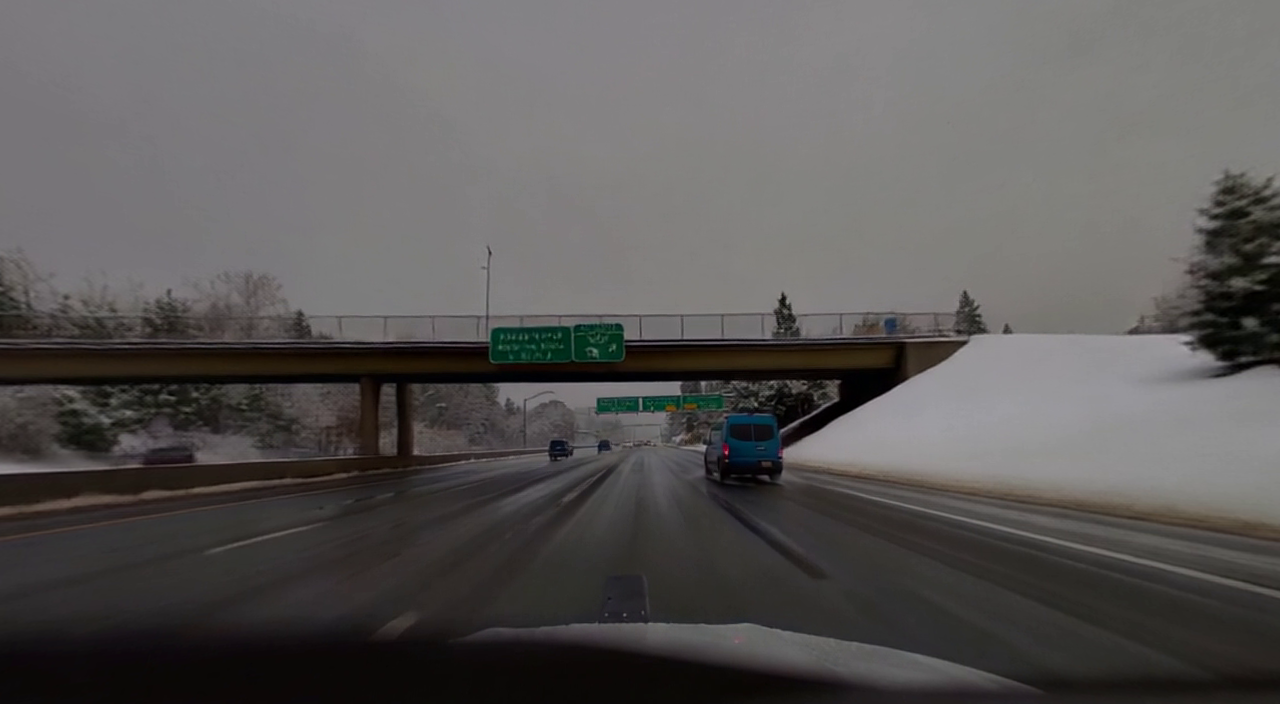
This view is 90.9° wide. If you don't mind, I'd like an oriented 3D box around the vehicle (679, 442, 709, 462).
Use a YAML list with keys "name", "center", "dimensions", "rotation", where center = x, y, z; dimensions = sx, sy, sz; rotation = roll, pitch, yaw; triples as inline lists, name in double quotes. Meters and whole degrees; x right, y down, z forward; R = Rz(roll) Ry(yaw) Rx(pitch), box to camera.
- name: "vehicle"
  center: [4.085, 7.571, 47.977]
  dimensions: [1.883, 1.456, 4.044]
  rotation: [0, -8, -1]

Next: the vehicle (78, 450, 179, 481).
- name: "vehicle"
  center: [-30.096, 6.637, 37.329]
  dimensions: [1.916, 1.646, 4.817]
  rotation: [0, -8, 0]

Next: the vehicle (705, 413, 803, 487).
- name: "vehicle"
  center: [3.779, 3.413, 22.043]
  dimensions: [2.347, 2.234, 5.352]
  rotation: [0, -8, -1]
